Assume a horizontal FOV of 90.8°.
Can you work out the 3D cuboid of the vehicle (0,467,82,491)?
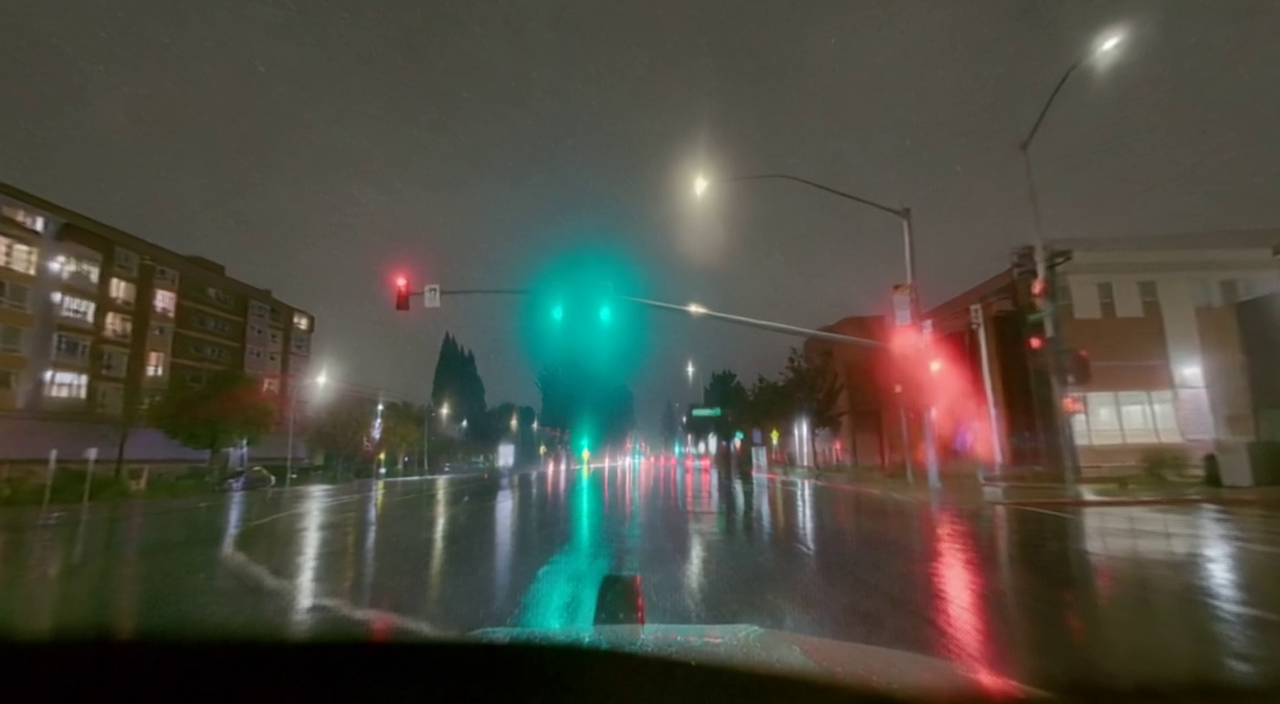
[{"bbox_3d":[-41.571,8.677,43.247,4.710,1.453,1.928,0,-8,-2],"label":"vehicle"}]
